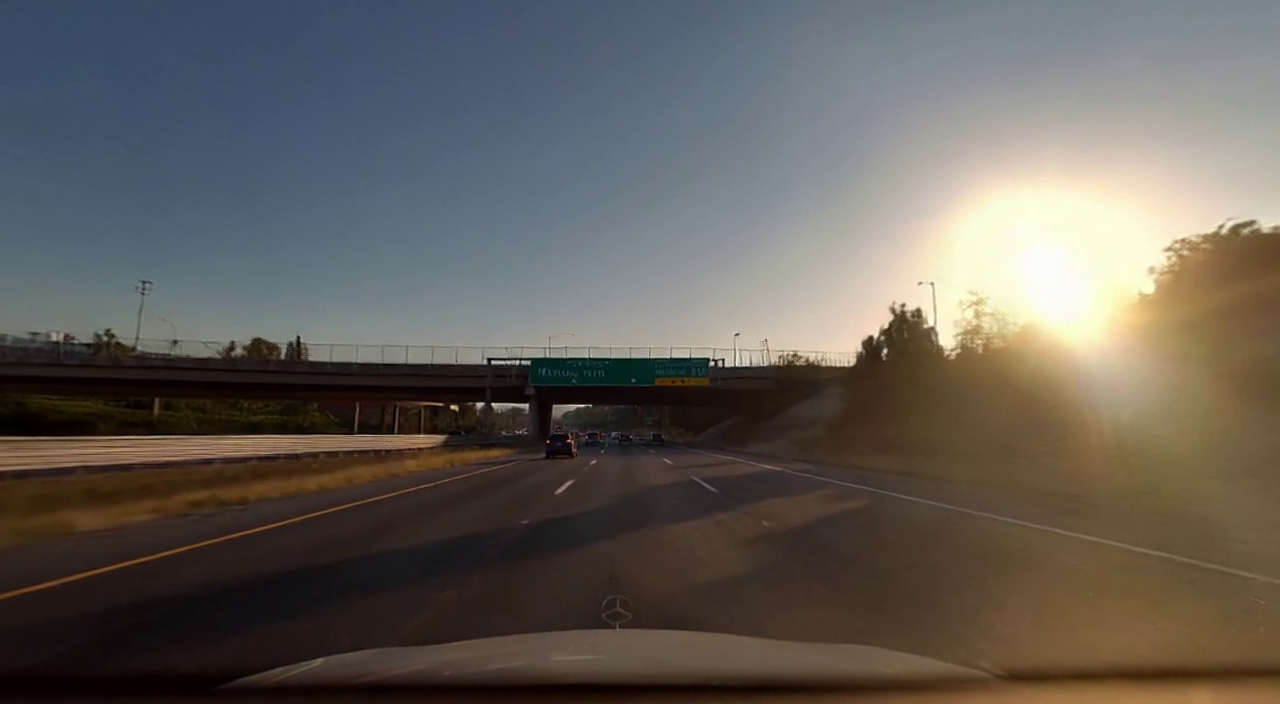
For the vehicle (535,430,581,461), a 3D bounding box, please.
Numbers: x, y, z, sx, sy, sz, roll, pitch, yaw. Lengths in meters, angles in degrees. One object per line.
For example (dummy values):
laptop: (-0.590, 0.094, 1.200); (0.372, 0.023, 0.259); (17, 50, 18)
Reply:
vehicle: (-4.461, 5.155, 35.012); (2.062, 1.591, 4.156); (0, -8, -1)
